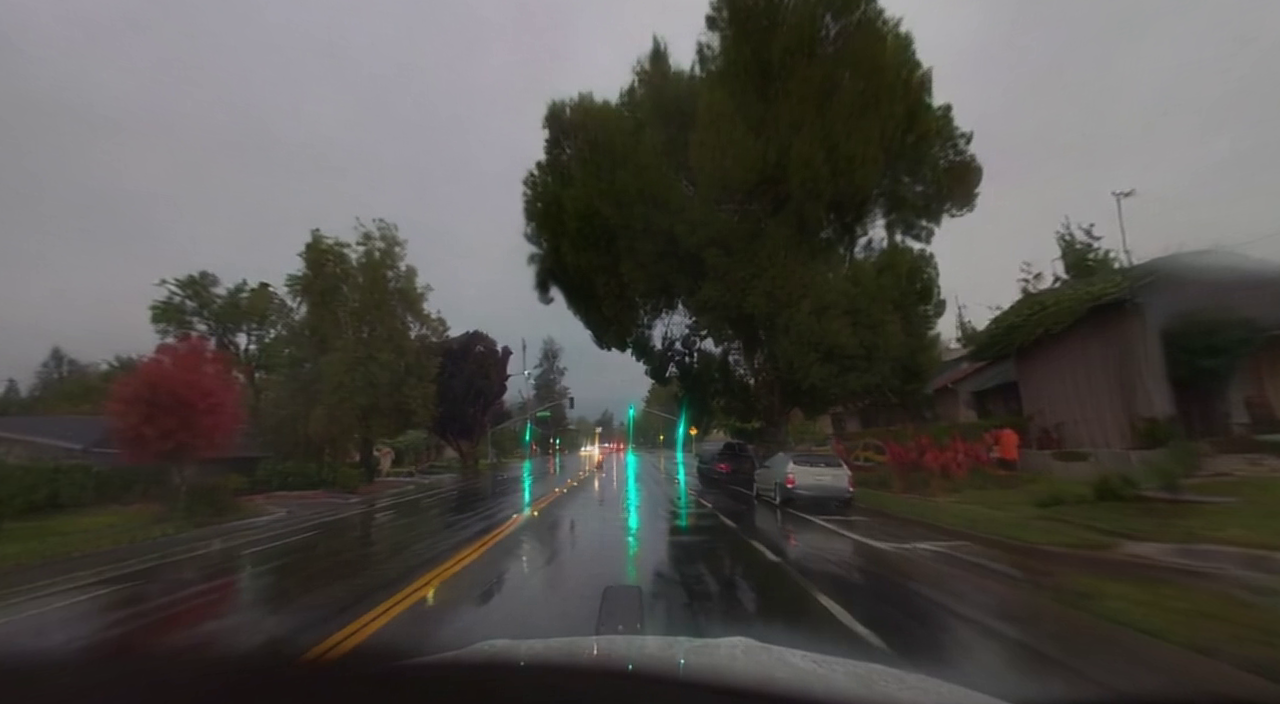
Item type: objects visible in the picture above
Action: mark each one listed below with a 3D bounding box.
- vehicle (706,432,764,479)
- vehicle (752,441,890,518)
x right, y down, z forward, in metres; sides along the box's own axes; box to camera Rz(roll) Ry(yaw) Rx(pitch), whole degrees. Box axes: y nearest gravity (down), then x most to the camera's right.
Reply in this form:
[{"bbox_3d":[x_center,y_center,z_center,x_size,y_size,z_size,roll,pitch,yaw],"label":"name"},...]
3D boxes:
[{"bbox_3d":[4.113,4.557,27.995,2.241,1.935,3.270,-1,-9,4],"label":"vehicle"},{"bbox_3d":[3.841,2.775,14.329,1.870,1.441,4.539,-1,-9,1],"label":"vehicle"}]
